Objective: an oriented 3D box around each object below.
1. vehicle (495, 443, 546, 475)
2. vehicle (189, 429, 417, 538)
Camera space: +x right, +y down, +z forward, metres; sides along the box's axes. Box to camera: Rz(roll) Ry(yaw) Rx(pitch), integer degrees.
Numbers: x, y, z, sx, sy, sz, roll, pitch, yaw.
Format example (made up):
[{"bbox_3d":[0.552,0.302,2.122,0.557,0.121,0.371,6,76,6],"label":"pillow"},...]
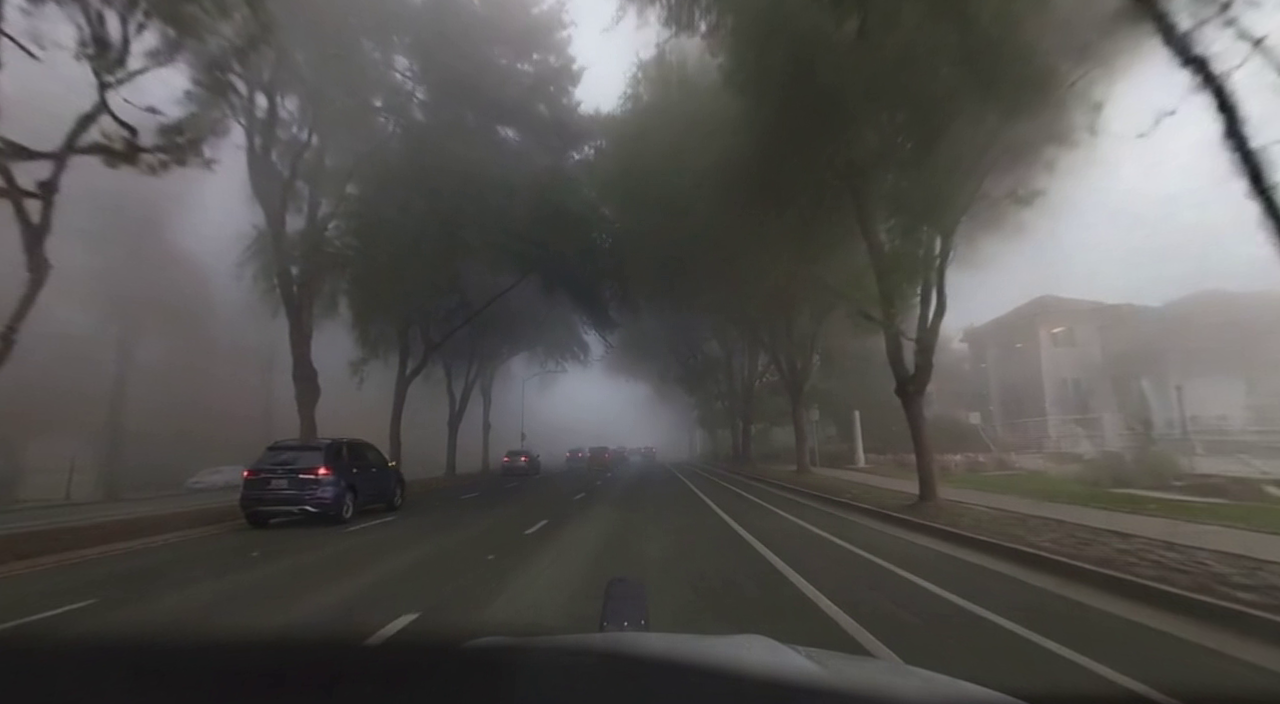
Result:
[{"bbox_3d":[-6.689,6.035,35.753,1.985,1.708,4.310,0,-9,0],"label":"vehicle"},{"bbox_3d":[-6.310,2.491,12.571,2.123,1.761,4.322,0,-9,0],"label":"vehicle"}]
